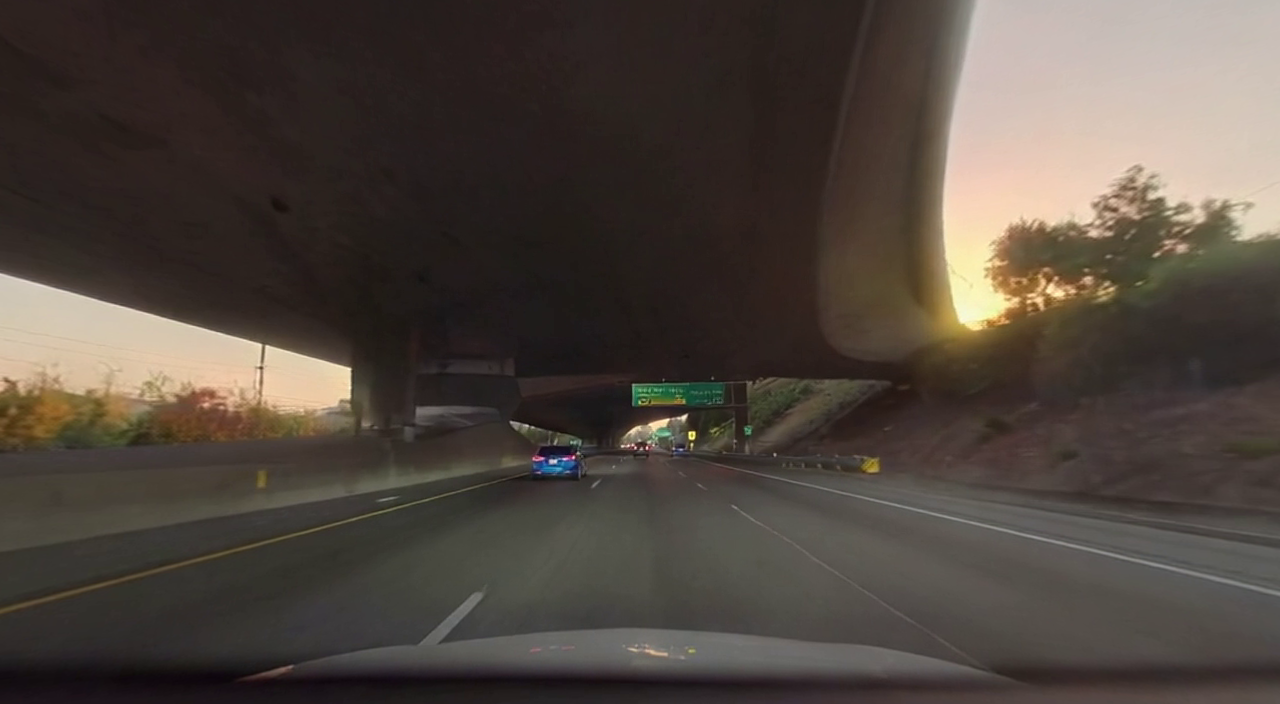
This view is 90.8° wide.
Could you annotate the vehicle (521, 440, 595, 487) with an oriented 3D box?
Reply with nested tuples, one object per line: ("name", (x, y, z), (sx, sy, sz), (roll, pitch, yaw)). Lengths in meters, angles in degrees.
("vehicle", (-2.897, 4.059, 23.351), (2.029, 1.557, 4.570), (0, -9, 1))
